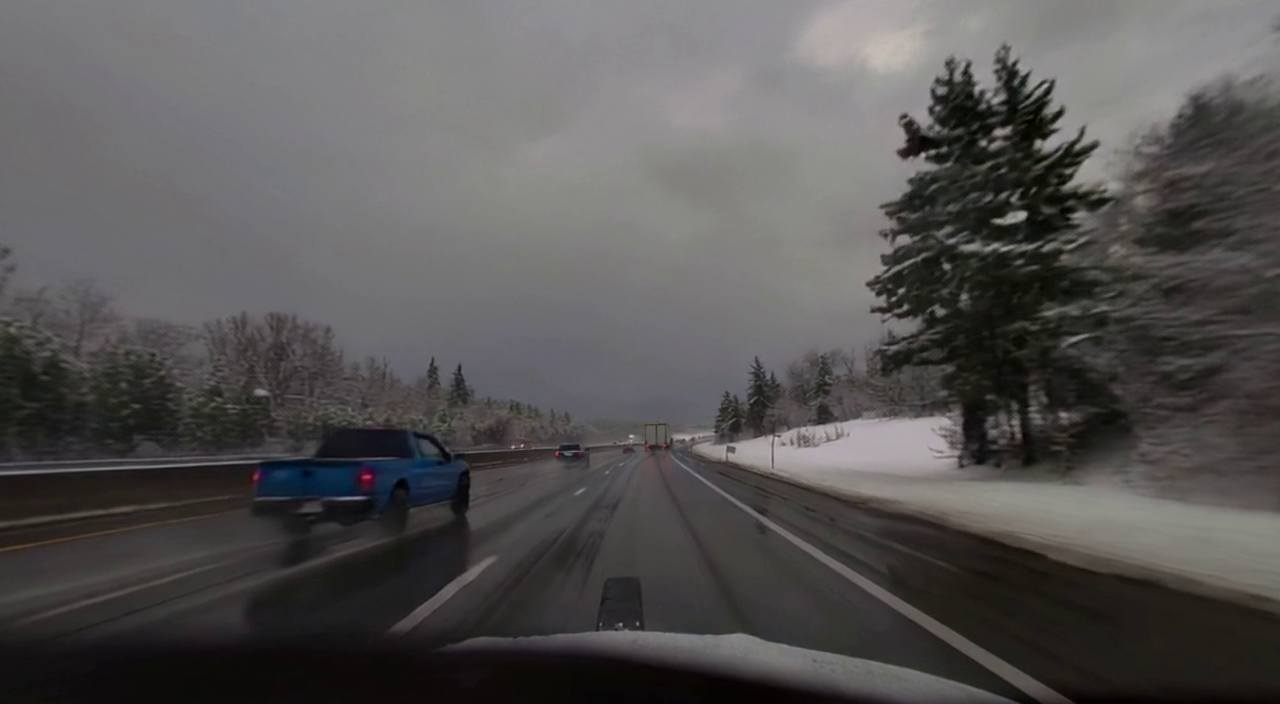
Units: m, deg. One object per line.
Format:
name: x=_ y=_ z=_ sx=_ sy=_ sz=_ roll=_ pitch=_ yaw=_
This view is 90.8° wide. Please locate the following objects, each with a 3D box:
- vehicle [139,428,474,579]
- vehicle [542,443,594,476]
vehicle: x=-3.892 y=1.844 z=8.488 sx=2.078 sy=1.469 sz=4.371 roll=0 pitch=-9 yaw=1
vehicle: x=-3.429 y=5.220 z=30.809 sx=1.943 sy=1.460 sz=3.961 roll=0 pitch=-9 yaw=2
